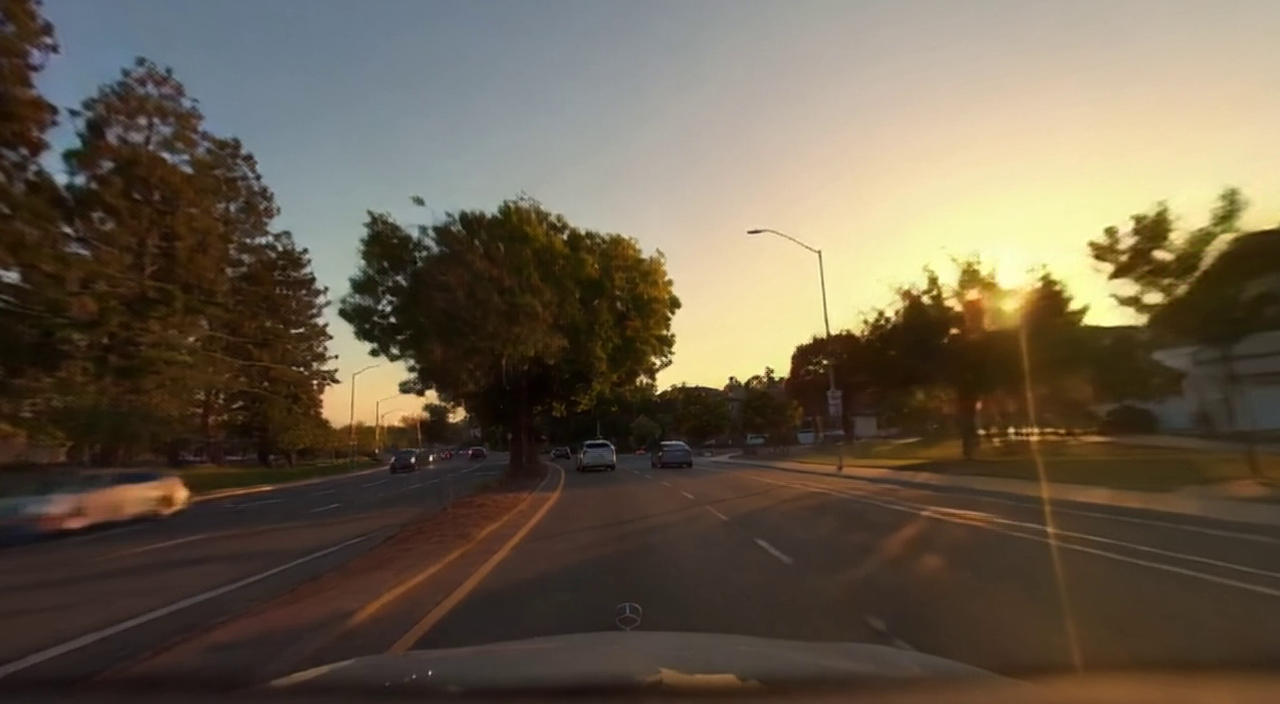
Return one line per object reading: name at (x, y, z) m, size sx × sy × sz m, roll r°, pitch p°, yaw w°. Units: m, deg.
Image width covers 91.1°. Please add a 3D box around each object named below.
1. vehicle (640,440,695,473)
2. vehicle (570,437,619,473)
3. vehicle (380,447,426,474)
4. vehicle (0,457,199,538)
vehicle at (1.302, 5.319, 32.197) m, size 1.915 × 1.495 × 4.880 m, roll 1°, pitch -9°, yaw -8°
vehicle at (-2.496, 5.435, 33.307) m, size 2.165 × 1.783 × 4.391 m, roll 1°, pitch -9°, yaw -10°
vehicle at (-17.232, 7.856, 45.837) m, size 2.162 × 1.848 × 5.214 m, roll 1°, pitch -9°, yaw -10°
vehicle at (-13.022, 3.295, 14.850) m, size 1.924 × 1.481 × 4.727 m, roll 0°, pitch -9°, yaw -3°
